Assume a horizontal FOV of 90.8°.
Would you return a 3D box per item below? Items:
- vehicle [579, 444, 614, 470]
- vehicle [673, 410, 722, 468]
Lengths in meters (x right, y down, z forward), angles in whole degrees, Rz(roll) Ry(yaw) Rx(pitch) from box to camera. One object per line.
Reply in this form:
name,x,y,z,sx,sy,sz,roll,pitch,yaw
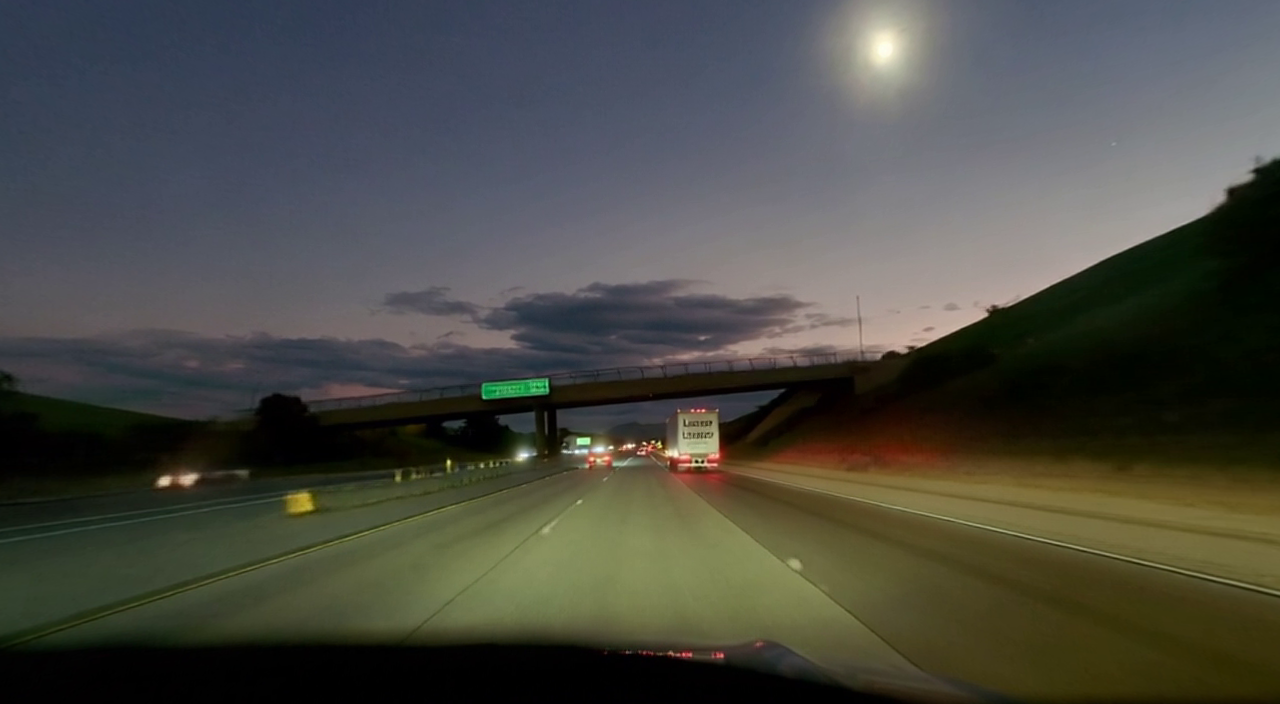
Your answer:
vehicle,-2.898,7.065,42.559,2.052,1.654,4.303,0,-9,0
vehicle,4.244,6.782,48.696,2.885,3.992,8.526,0,-9,-1
